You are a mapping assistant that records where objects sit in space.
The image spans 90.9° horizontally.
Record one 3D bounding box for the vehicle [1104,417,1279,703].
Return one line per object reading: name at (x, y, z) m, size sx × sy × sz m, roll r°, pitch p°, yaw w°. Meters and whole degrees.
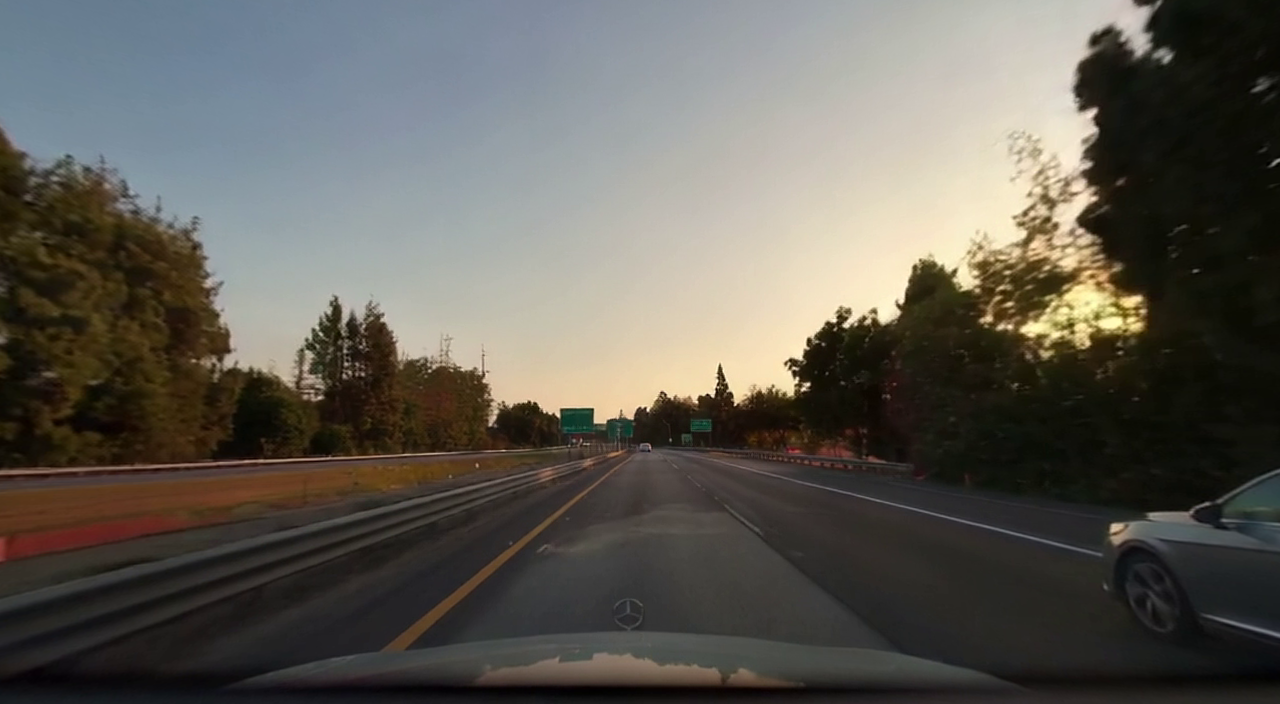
vehicle at (3.580, 0.762, 1.080) m, size 1.959 × 1.428 × 4.828 m, roll 0°, pitch -9°, yaw 1°
